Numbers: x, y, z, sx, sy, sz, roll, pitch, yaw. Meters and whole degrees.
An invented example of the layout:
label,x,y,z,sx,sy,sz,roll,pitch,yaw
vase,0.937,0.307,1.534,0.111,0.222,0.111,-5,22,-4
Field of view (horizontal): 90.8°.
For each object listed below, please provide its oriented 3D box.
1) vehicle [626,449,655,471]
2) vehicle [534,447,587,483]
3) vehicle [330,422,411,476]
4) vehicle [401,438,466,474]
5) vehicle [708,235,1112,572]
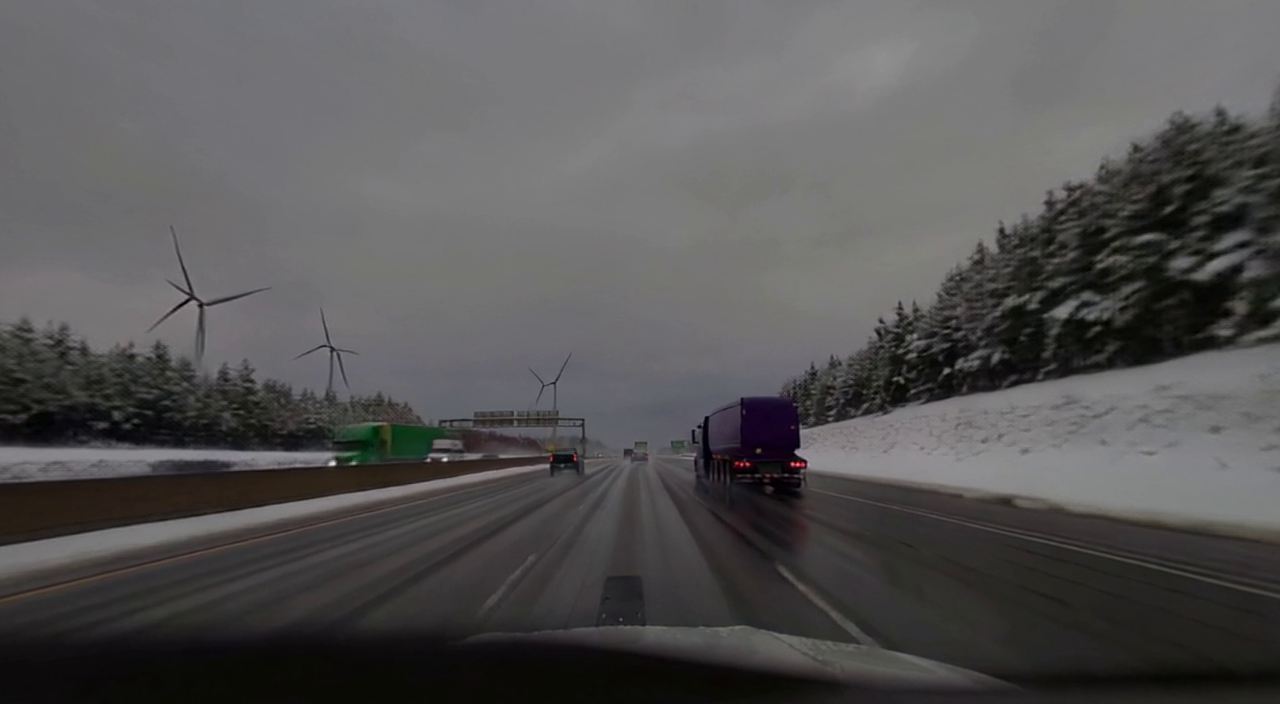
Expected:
label,x,y,z,sx,sy,sz,roll,pitch,yaw
vehicle,0.009,7.416,43.550,1.931,1.453,3.695,0,-9,-1
vehicle,-3.622,5.221,29.465,1.952,1.521,4.095,0,-9,0
vehicle,-19.659,7.134,46.533,3.082,3.667,6.615,0,-9,-1
vehicle,-15.608,7.896,48.257,2.615,2.529,6.897,0,-9,1
vehicle,3.836,1.565,14.189,2.947,3.989,13.568,0,-9,-1
